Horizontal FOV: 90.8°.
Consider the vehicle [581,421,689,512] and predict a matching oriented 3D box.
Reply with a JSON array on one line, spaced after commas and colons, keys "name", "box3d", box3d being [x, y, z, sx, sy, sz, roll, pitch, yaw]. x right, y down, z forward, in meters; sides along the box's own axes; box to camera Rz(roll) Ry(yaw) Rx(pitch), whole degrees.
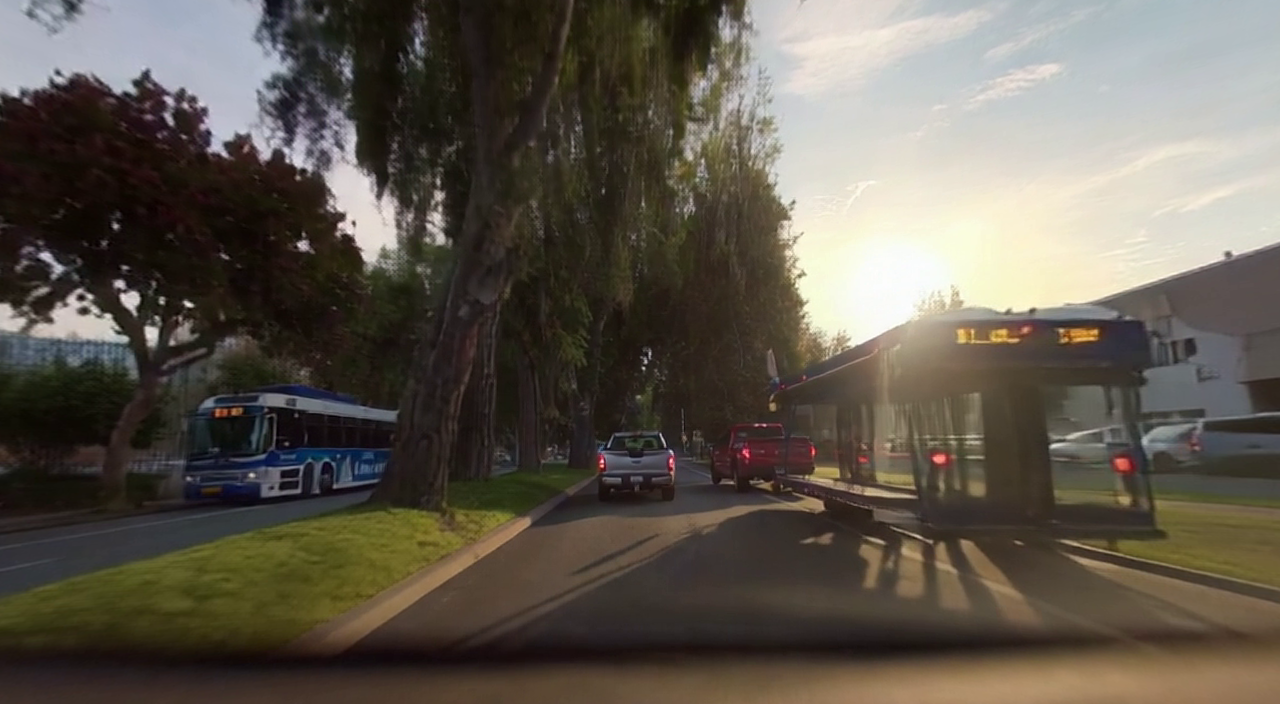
[{"name": "vehicle", "box3d": [-0.096, 2.730, 15.622, 2.157, 1.816, 5.804, 0, -8, 0]}]

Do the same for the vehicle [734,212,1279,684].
[{"name": "vehicle", "box3d": [3.876, 1.314, 9.366, 3.088, 3.057, 10.503, 0, -8, -1]}]

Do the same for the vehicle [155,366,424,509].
[{"name": "vehicle", "box3d": [-11.984, 3.308, 24.114, 2.996, 4.022, 12.692, 0, -8, 0]}]
